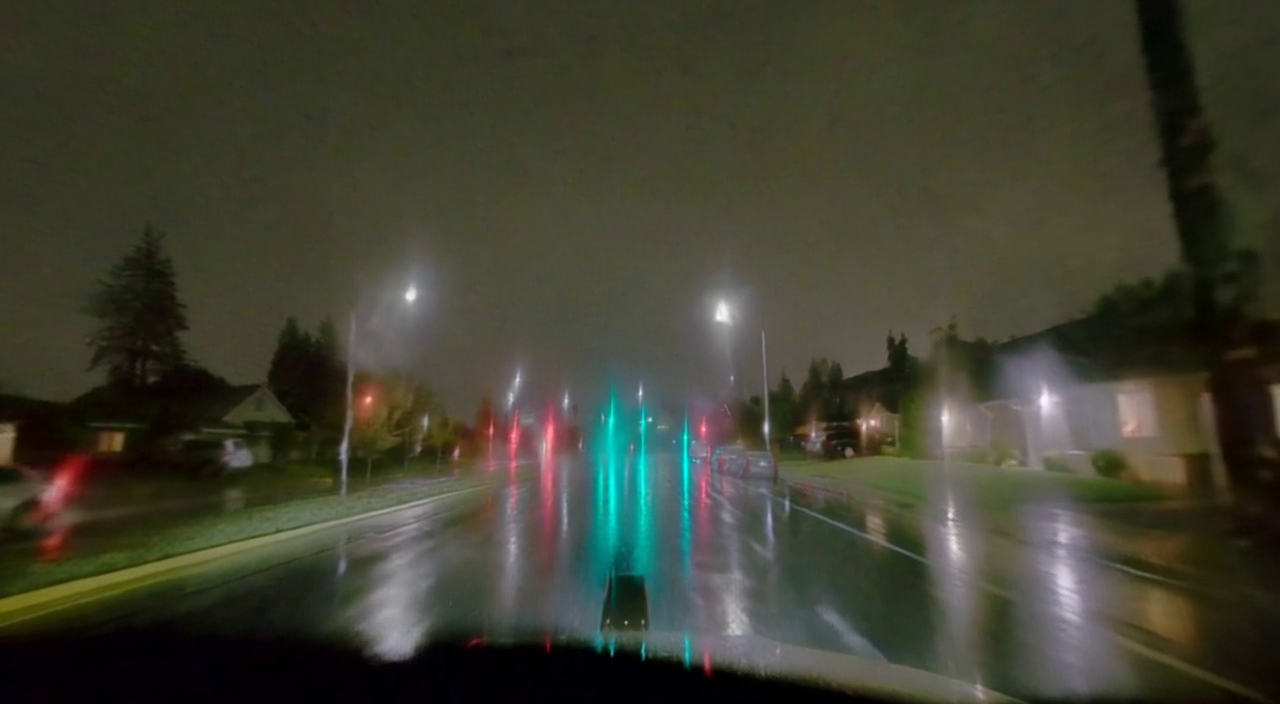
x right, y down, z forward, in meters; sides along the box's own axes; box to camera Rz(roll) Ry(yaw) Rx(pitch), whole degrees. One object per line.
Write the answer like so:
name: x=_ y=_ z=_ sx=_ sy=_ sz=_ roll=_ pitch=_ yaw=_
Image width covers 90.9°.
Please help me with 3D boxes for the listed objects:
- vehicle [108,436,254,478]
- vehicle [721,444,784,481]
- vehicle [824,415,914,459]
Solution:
vehicle: x=-20.986 y=4.814 z=29.023 sx=4.759 sy=1.824 sz=2.442 roll=0 pitch=-8 yaw=0
vehicle: x=4.763 y=4.737 z=27.381 sx=1.881 sy=1.435 sz=4.525 roll=0 pitch=-9 yaw=-1
vehicle: x=13.529 y=5.054 z=37.428 sx=4.284 sy=1.725 sz=1.981 roll=-11 pitch=-9 yaw=-1
